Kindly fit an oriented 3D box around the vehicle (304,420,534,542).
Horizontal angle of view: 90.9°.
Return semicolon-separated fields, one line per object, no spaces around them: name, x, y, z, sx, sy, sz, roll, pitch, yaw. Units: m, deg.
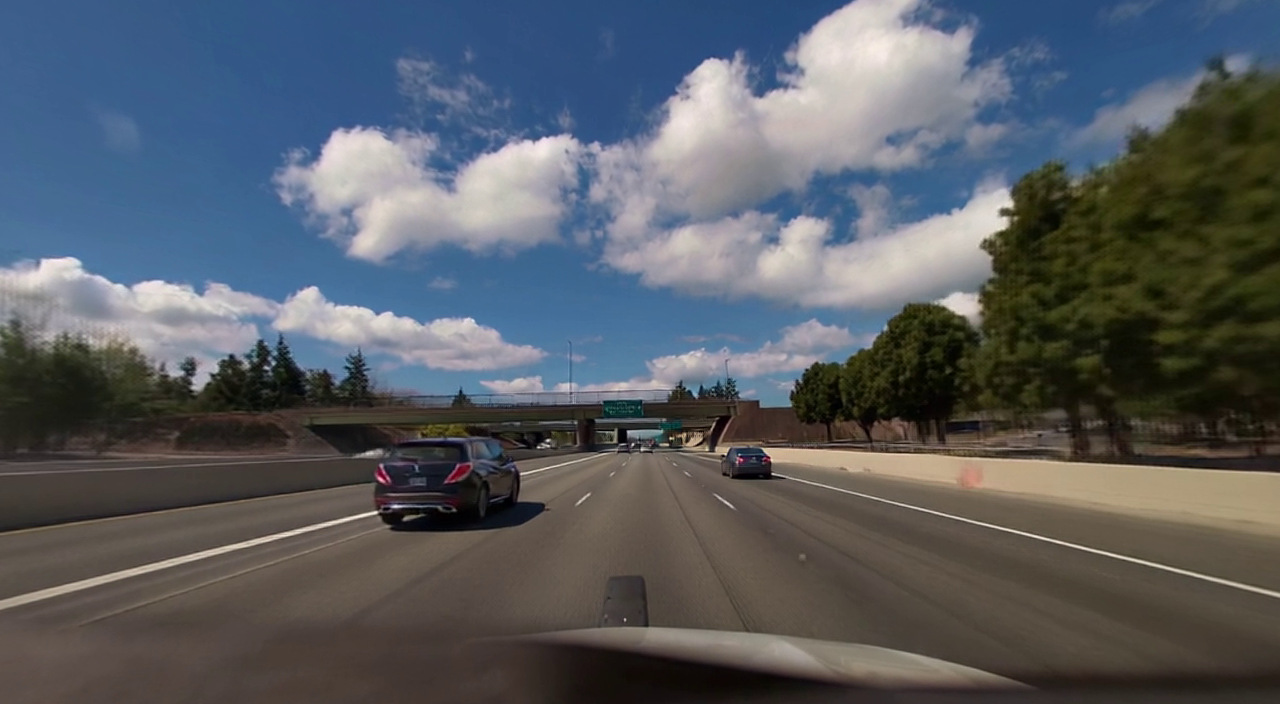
vehicle;-3.569;2.195;11.478;2.259;1.706;4.924;0;-8;2

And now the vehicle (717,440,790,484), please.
vehicle;4.179;4.117;23.910;1.908;1.483;4.259;0;-8;-1
